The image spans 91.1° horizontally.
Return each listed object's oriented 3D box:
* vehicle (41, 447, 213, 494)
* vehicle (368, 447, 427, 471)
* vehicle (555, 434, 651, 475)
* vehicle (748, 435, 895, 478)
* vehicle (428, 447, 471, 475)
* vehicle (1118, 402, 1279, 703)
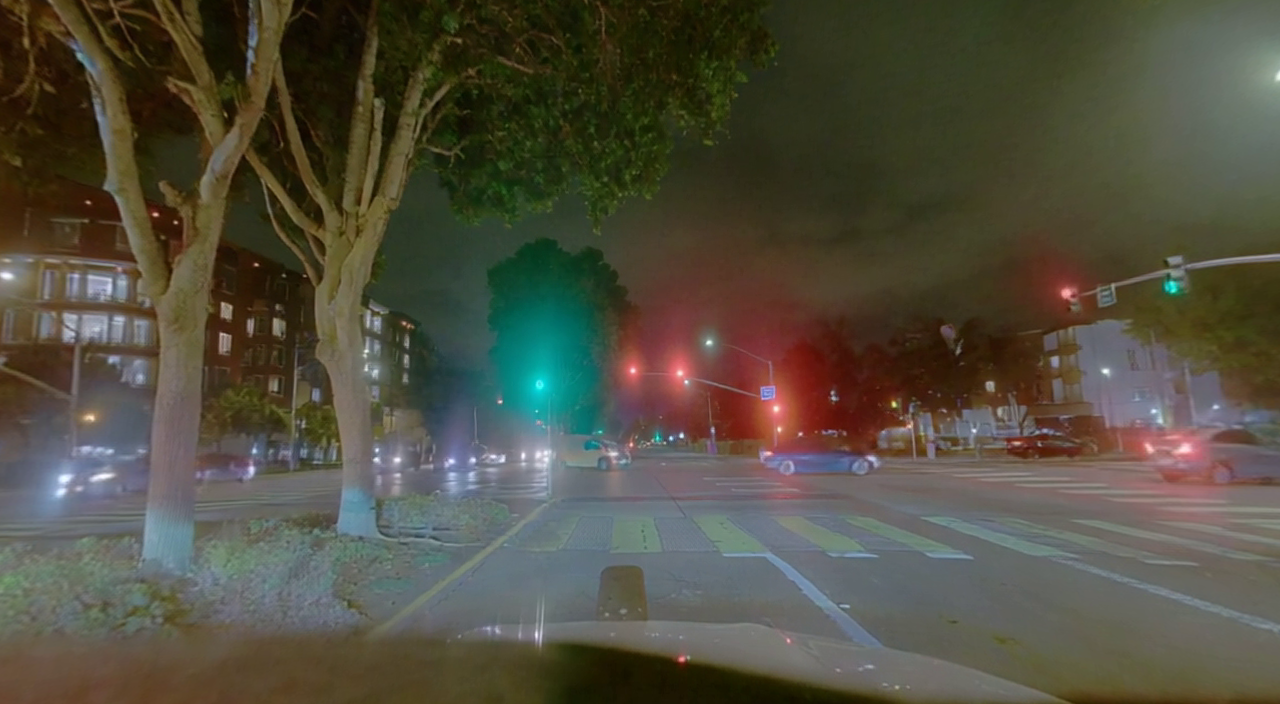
[{"bbox_3d":[-18.093,4.176,22.520,2.203,1.471,4.723,0,-8,-1],"label":"vehicle"},{"bbox_3d":[-15.604,6.903,40.688,1.981,1.438,4.607,0,-8,1],"label":"vehicle"},{"bbox_3d":[-1.911,5.007,31.033,2.276,1.842,4.958,7,-11,-39],"label":"vehicle"},{"bbox_3d":[6.925,3.988,24.211,5.017,1.515,2.006,-6,-10,34],"label":"vehicle"},{"bbox_3d":[-9.942,5.595,32.549,1.921,1.304,4.050,3,-9,-19],"label":"vehicle"},{"bbox_3d":[3.092,0.662,0.454,1.990,1.454,4.490,0,-8,1],"label":"vehicle"}]
